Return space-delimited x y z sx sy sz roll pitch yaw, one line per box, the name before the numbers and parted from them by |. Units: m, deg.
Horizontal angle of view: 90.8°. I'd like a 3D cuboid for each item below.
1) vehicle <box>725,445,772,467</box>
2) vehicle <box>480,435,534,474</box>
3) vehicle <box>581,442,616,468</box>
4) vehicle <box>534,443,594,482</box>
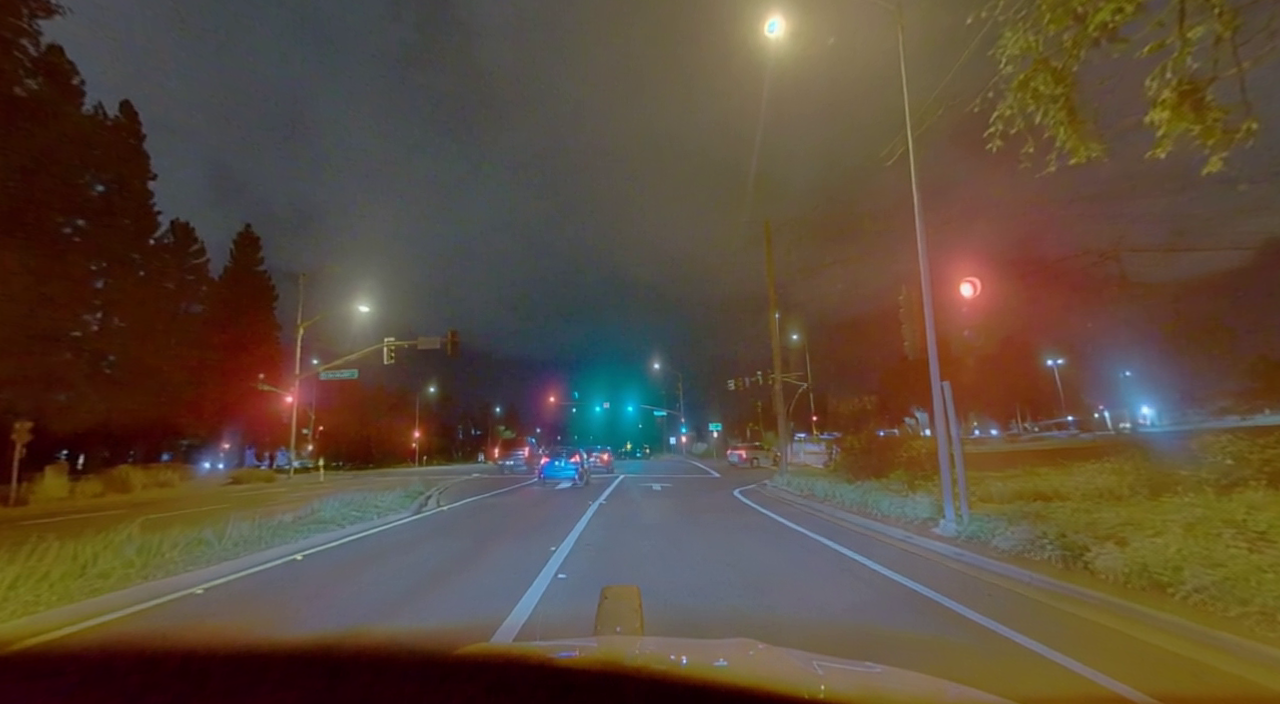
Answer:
vehicle | 7.329 6.950 42.474 1.945 1.410 4.284 -4 -10 26
vehicle | -7.774 5.885 36.480 2.390 2.020 5.085 3 -9 -19
vehicle | -2.786 6.963 42.900 2.055 1.679 4.155 0 -9 1
vehicle | -3.104 4.615 26.556 1.979 1.492 3.930 0 -9 1
